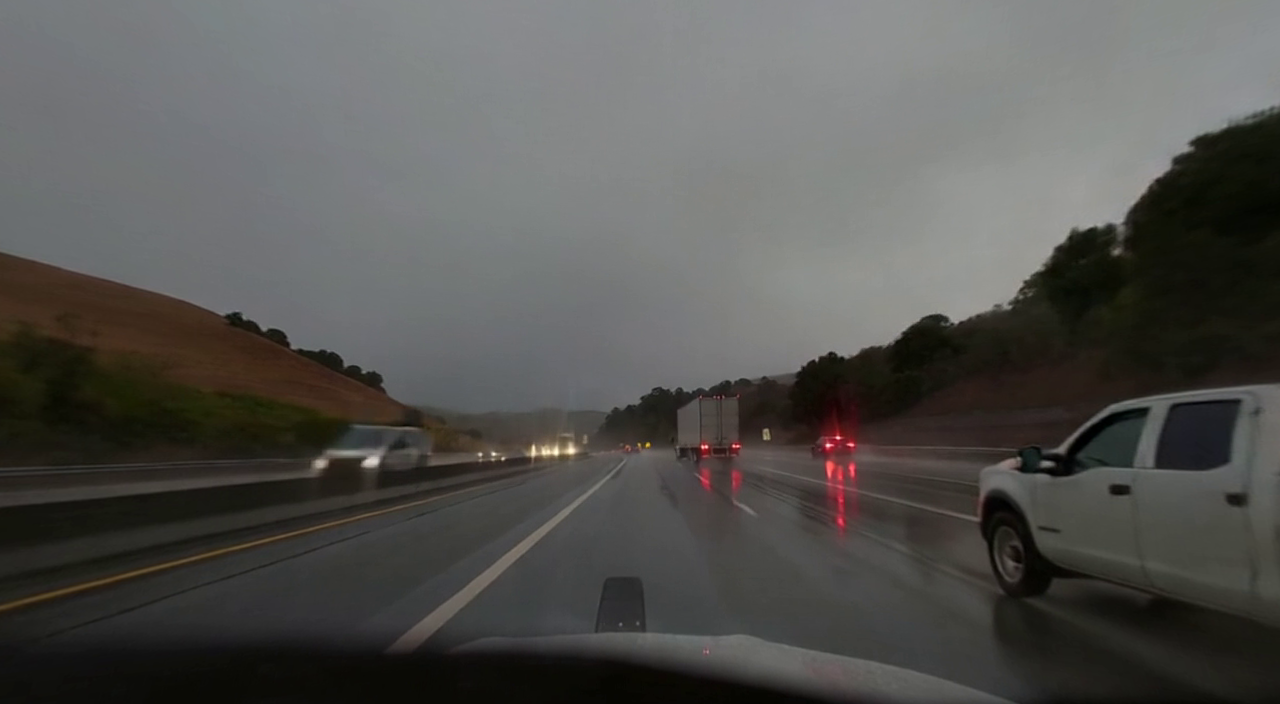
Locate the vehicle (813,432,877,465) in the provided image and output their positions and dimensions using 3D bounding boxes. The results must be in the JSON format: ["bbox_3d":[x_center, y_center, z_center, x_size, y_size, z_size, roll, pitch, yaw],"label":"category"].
[{"bbox_3d":[11.681,5.553,36.240,2.046,1.741,4.769,0,-9,-1],"label":"vehicle"}]

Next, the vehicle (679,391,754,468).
[{"bbox_3d":[4.304,4.839,38.190,3.049,3.968,10.706,0,-9,-1],"label":"vehicle"}]

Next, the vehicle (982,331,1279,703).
[{"bbox_3d":[3.811,0.816,2.914,2.055,1.737,4.224,0,-9,0],"label":"vehicle"}]

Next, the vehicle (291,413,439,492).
[{"bbox_3d":[-8.973,3.381,21.356,2.318,2.271,5.847,0,-9,0],"label":"vehicle"}]
